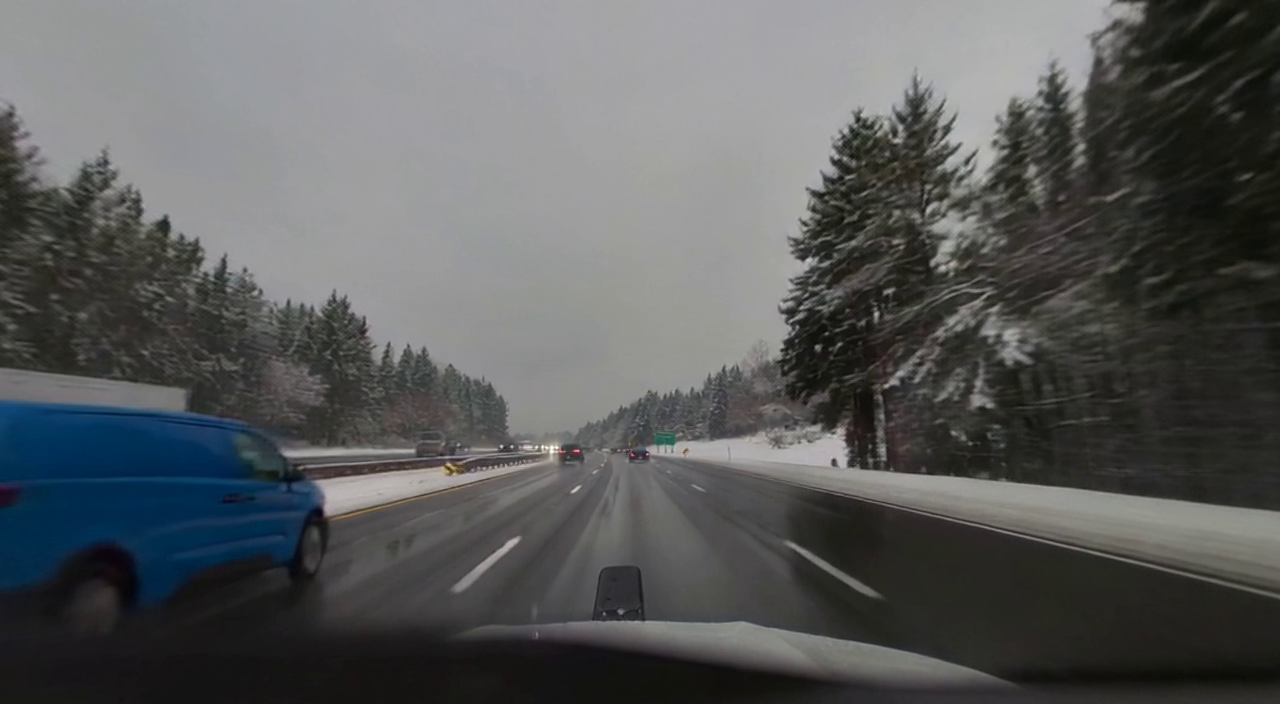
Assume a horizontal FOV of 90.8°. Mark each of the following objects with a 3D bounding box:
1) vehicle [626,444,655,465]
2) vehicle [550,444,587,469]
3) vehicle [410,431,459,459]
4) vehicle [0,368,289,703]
[{"bbox_3d":[0.020,7.694,47.356,2.008,1.499,3.192,0,-9,-3],"label":"vehicle"},{"bbox_3d":[-4.625,6.831,41.522,2.054,1.500,4.469,0,-9,-1],"label":"vehicle"},{"bbox_3d":[-14.085,6.419,43.515,1.943,1.806,4.604,0,-9,-1],"label":"vehicle"},{"bbox_3d":[-4.280,1.002,3.683,2.088,1.675,4.108,0,-9,0],"label":"vehicle"}]
